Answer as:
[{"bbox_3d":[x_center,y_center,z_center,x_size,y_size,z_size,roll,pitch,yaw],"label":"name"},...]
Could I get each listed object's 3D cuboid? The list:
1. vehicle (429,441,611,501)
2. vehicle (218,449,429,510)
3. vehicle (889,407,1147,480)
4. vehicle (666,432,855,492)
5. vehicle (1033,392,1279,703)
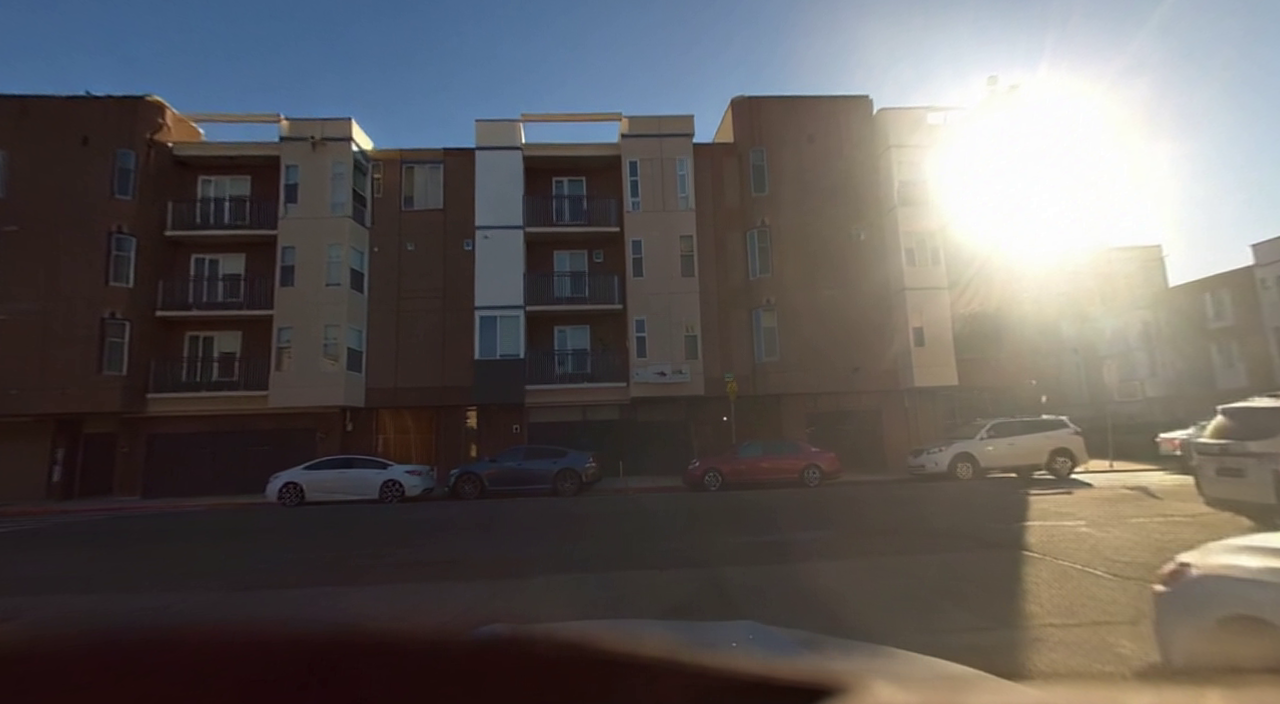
[{"bbox_3d":[-3.040,3.104,16.750,4.489,1.470,1.776,1,-8,-4],"label":"vehicle"},{"bbox_3d":[-7.969,3.234,16.313,4.423,1.449,1.813,1,-8,-6],"label":"vehicle"},{"bbox_3d":[10.331,2.556,17.640,5.739,1.852,2.330,1,-8,-3],"label":"vehicle"},{"bbox_3d":[3.134,2.945,17.093,4.681,1.480,1.817,1,-8,-4],"label":"vehicle"},{"bbox_3d":[3.164,0.751,1.229,1.991,1.489,4.693,0,-8,3],"label":"vehicle"}]
